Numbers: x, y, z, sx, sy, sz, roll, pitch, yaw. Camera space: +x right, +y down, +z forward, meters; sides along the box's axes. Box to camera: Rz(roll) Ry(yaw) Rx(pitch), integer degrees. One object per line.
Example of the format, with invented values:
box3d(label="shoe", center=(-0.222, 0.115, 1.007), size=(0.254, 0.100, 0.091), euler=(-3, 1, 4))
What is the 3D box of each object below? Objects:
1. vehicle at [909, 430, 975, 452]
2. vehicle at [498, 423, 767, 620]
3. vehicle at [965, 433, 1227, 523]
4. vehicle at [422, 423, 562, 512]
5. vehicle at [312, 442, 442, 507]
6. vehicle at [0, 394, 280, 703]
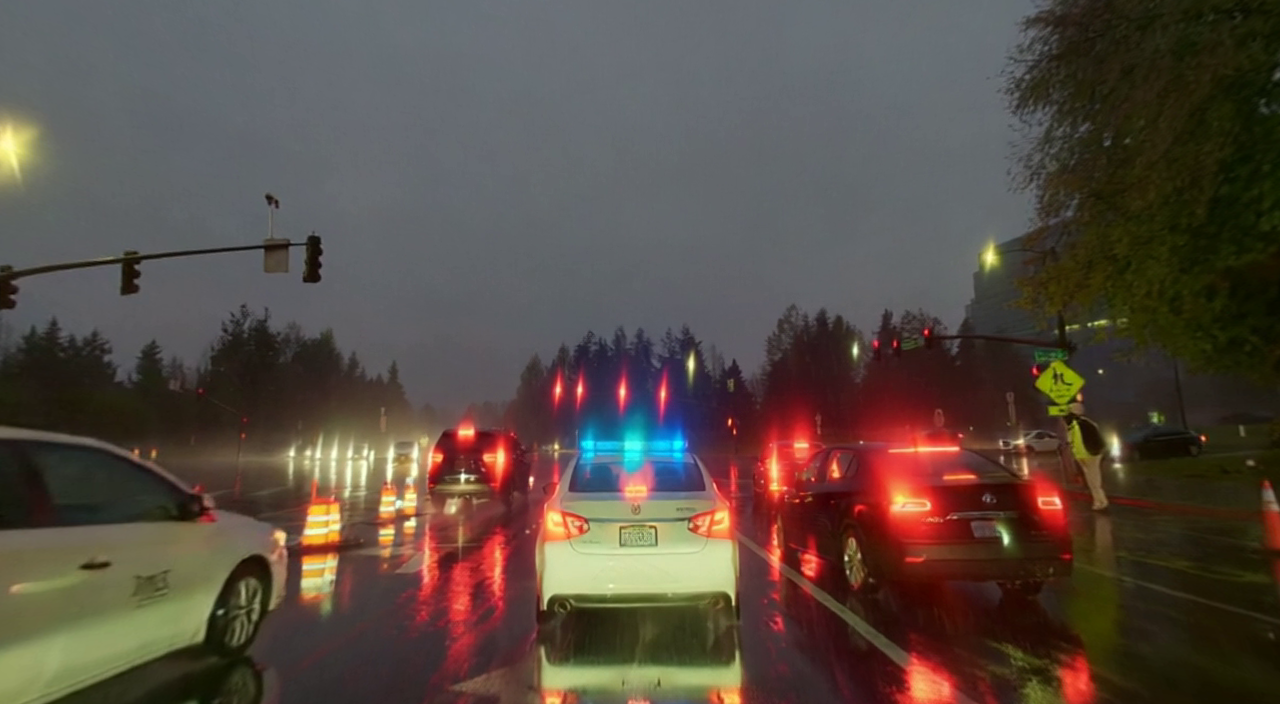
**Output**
box3d(label="vehicle", center=(23.766, 7.020, 49.630), size=(4.211, 1.659, 1.983), euler=(0, -9, 0))
box3d(label="vehicle", center=(-0.114, 1.627, 7.066), size=(2.061, 1.486, 4.332), euler=(0, -8, -2))
box3d(label="vehicle", center=(9.350, 2.587, 13.578), size=(1.957, 1.576, 4.670), euler=(0, -9, -3))
box3d(label="vehicle", center=(-3.307, 2.706, 15.211), size=(2.096, 1.789, 4.719), euler=(0, -9, 2))
box3d(label="vehicle", center=(-6.530, 3.043, 16.059), size=(1.825, 1.460, 3.365), euler=(0, -9, 0))
box3d(label="vehicle", center=(-3.637, 0.949, 2.633), size=(1.863, 1.526, 4.006), euler=(0, -9, 0))
